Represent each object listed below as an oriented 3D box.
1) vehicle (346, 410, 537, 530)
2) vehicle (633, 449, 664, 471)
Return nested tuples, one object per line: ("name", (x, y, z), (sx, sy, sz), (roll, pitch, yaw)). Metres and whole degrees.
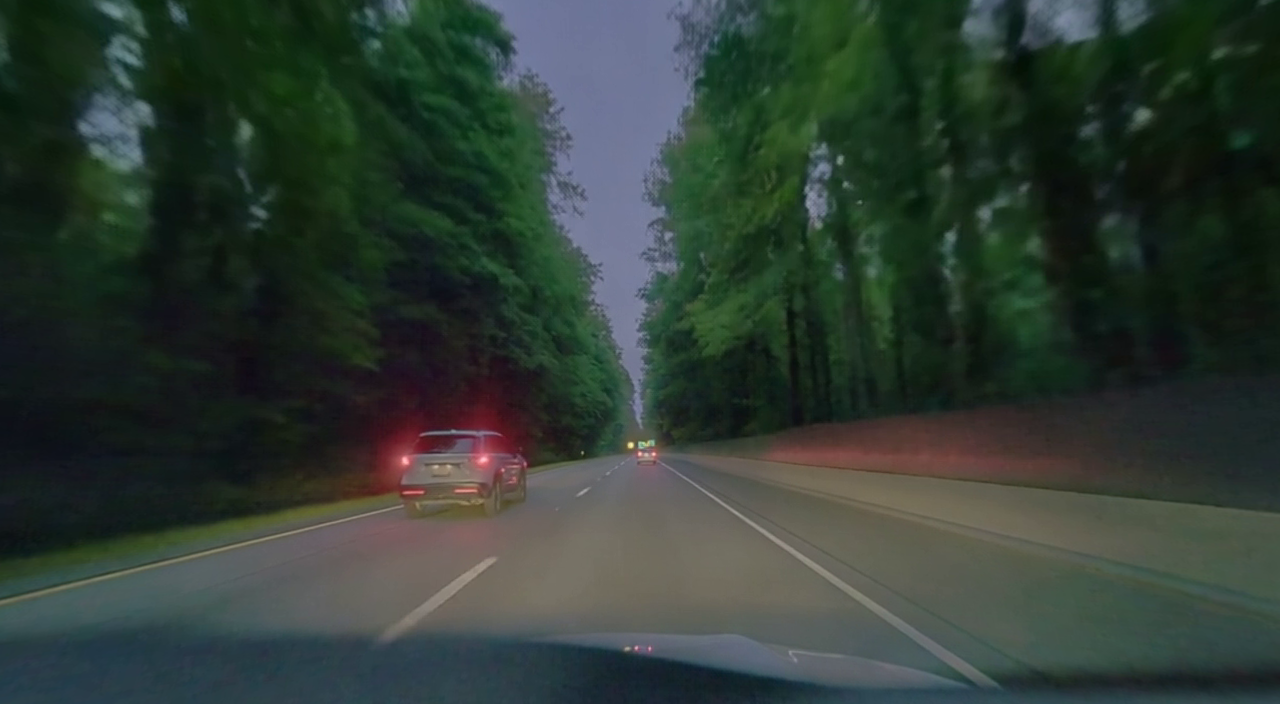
("vehicle", (-3.829, 2.408, 13.413), (2.418, 2.049, 4.930), (0, -9, 0))
("vehicle", (0.527, 7.364, 43.204), (2.046, 1.452, 4.407), (0, -9, -1))
